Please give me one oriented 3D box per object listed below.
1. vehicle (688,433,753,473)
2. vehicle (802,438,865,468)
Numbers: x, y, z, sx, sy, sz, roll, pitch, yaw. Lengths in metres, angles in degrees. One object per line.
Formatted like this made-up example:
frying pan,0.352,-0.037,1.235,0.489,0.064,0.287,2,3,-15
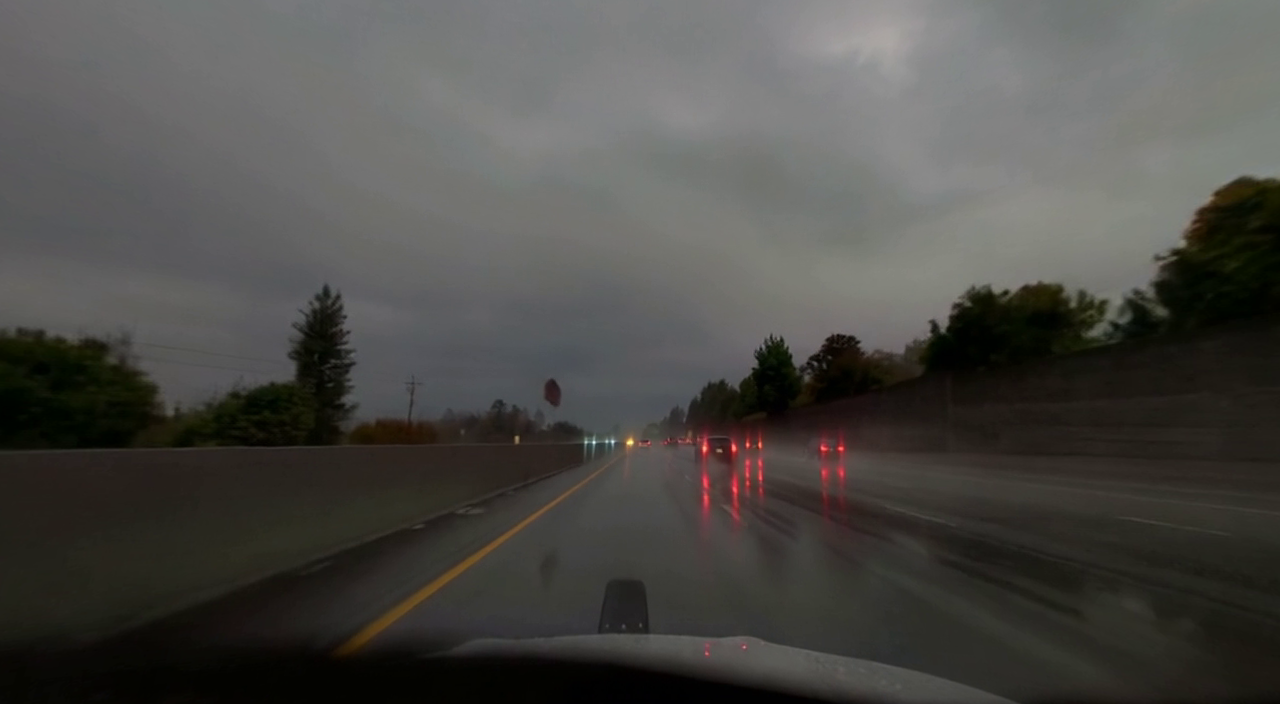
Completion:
vehicle,3.517,4.506,28.335,2.326,1.644,4.206,0,-8,-1
vehicle,10.445,5.483,34.409,1.970,1.479,4.480,0,-8,0
